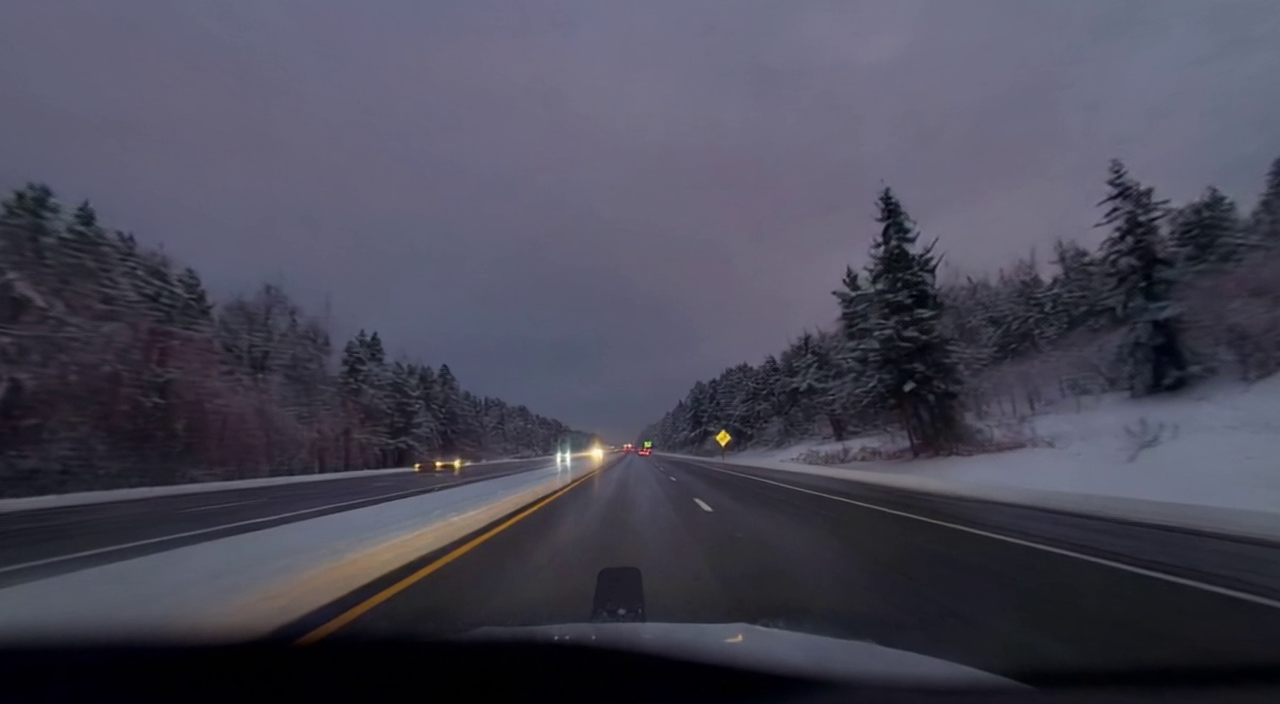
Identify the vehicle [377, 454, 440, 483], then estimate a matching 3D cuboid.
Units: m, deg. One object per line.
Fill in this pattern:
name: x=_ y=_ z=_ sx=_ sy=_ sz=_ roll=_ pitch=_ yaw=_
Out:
vehicle: x=-12.962 y=6.540 z=35.652 sx=1.848 sy=1.445 sz=4.412 roll=0 pitch=-9 yaw=1
